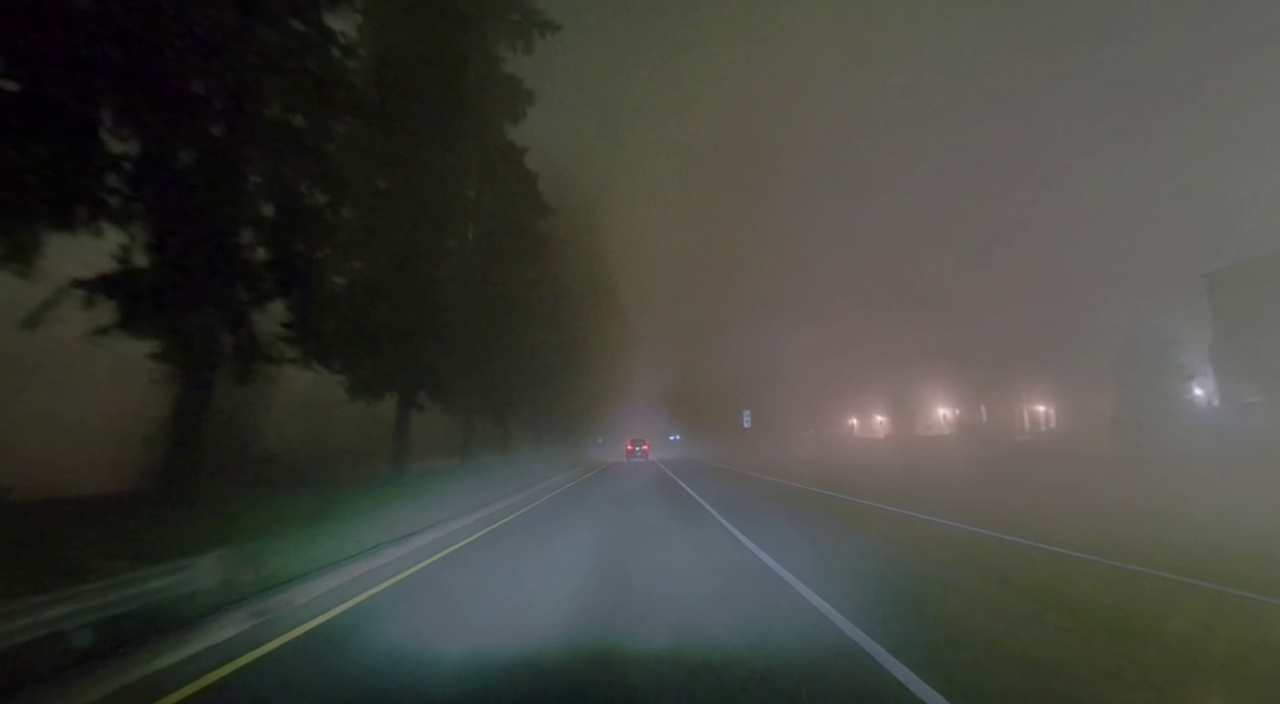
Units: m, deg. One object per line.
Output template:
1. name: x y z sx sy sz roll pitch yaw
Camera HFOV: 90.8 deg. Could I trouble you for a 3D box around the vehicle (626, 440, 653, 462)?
1. vehicle: -0.019 7.722 49.334 2.016 1.665 3.932 0 -8 -1
